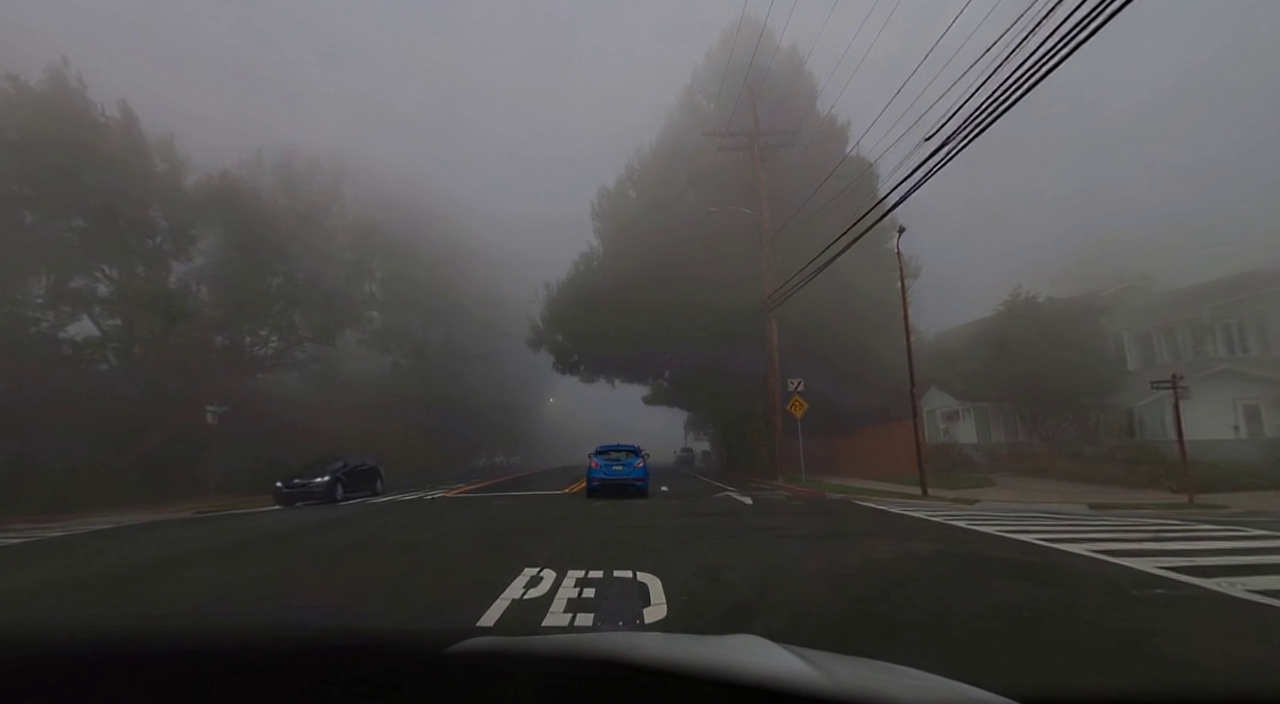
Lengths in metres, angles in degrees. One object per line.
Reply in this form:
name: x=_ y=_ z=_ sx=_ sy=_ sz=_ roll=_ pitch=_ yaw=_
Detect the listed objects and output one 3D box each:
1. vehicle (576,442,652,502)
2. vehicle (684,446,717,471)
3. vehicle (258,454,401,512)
vehicle: x=-0.677 y=3.260 z=17.579 sx=1.877 sy=1.448 sz=3.830 roll=0 pitch=-8 yaw=-1
vehicle: x=4.428 y=7.849 z=46.926 sx=2.101 sy=1.744 sz=4.466 roll=0 pitch=-8 yaw=0
vehicle: x=-9.275 y=3.913 z=19.325 sx=1.934 sy=1.506 sz=4.032 roll=-1 pitch=-9 yaw=7
